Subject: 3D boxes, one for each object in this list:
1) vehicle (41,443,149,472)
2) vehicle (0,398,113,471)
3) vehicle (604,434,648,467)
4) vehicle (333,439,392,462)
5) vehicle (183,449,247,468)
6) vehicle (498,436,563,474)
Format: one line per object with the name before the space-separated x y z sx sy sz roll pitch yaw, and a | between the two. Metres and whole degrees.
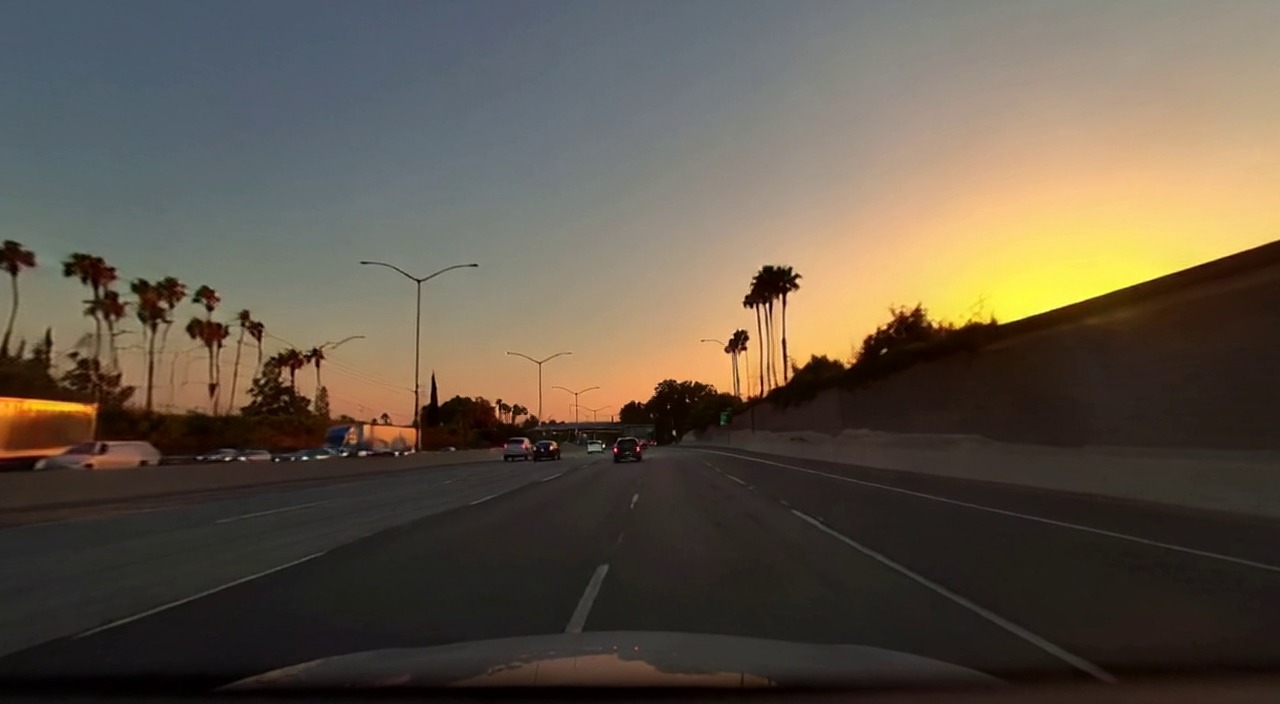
vehicle | -30.936 5.969 36.081 1.853 1.506 4.596 -1 -8 4
vehicle | -35.028 4.650 35.286 2.812 3.781 9.113 -1 -8 3
vehicle | -0.694 5.334 34.295 2.201 1.672 4.128 0 -8 2
vehicle | -18.259 6.494 41.708 1.858 1.476 4.084 -1 -9 3
vehicle | -33.488 8.394 49.907 1.835 1.425 4.331 -1 -9 3
vehicle | -5.237 5.001 30.812 2.204 1.677 4.438 -1 -8 3
